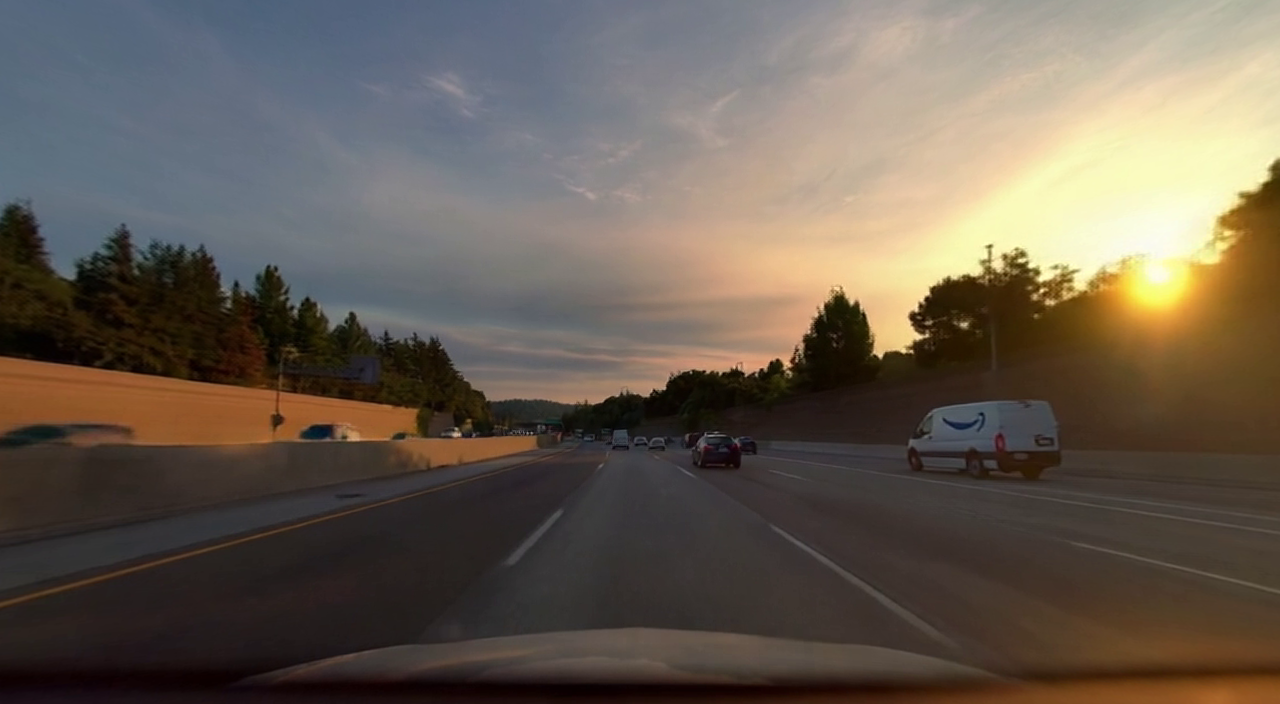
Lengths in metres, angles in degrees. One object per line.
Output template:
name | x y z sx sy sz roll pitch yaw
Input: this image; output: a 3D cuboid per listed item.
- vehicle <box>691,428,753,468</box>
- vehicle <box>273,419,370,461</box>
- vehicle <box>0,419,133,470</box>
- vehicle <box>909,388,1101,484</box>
vehicle | 3.698 4.453 29.388 2.141 1.732 4.279 0 -8 -2
vehicle | -14.265 3.995 28.581 2.040 1.705 4.620 0 -8 -1
vehicle | -21.536 3.406 23.228 1.915 1.683 4.596 0 -8 -1
vehicle | 12.200 2.949 21.998 2.274 2.802 6.802 0 -8 -3
